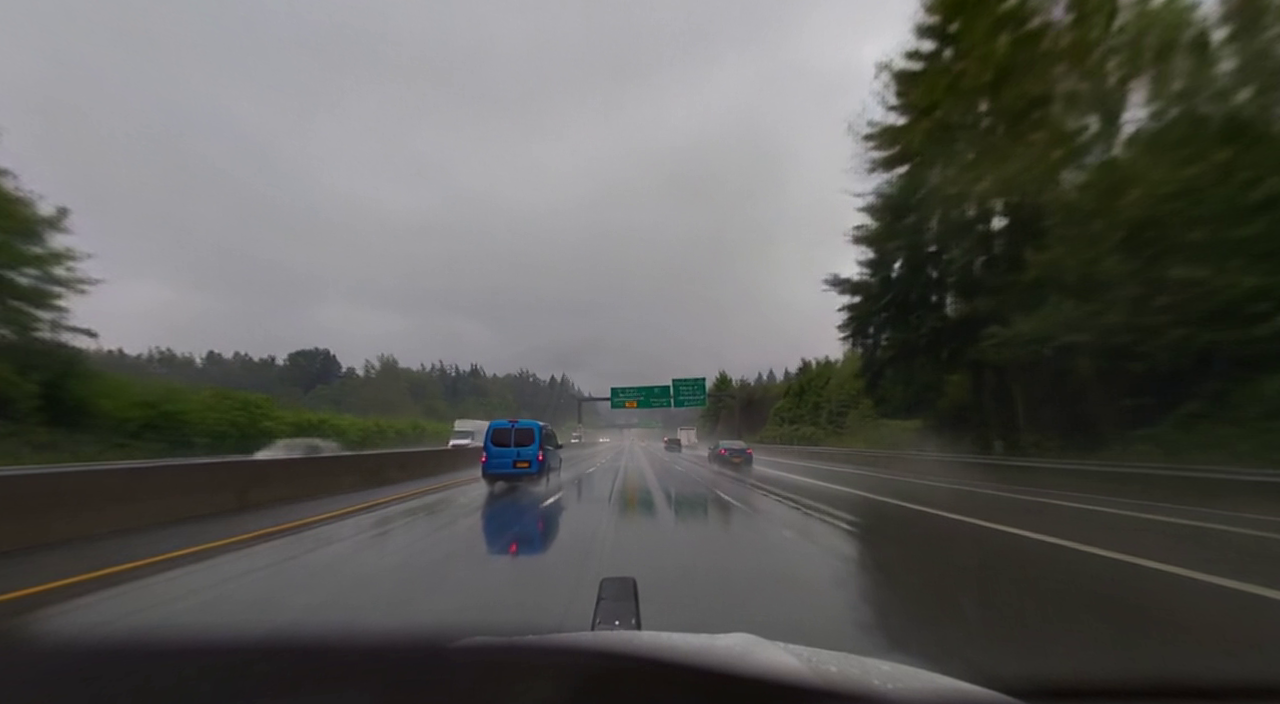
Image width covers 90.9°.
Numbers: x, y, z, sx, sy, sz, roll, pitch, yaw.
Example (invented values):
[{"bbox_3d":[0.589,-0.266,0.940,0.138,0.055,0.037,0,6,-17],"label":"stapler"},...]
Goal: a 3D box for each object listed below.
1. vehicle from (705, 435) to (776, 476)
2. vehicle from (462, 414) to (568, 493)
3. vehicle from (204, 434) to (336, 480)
[{"bbox_3d":[3.818,3.968,24.525,2.020,1.464,3.803,0,-8,-2],"label":"vehicle"},{"bbox_3d":[-3.533,2.971,18.941,2.275,2.053,5.082,0,-8,-2],"label":"vehicle"},{"bbox_3d":[-12.942,3.657,22.453,2.038,1.459,4.428,0,-8,-1],"label":"vehicle"}]
